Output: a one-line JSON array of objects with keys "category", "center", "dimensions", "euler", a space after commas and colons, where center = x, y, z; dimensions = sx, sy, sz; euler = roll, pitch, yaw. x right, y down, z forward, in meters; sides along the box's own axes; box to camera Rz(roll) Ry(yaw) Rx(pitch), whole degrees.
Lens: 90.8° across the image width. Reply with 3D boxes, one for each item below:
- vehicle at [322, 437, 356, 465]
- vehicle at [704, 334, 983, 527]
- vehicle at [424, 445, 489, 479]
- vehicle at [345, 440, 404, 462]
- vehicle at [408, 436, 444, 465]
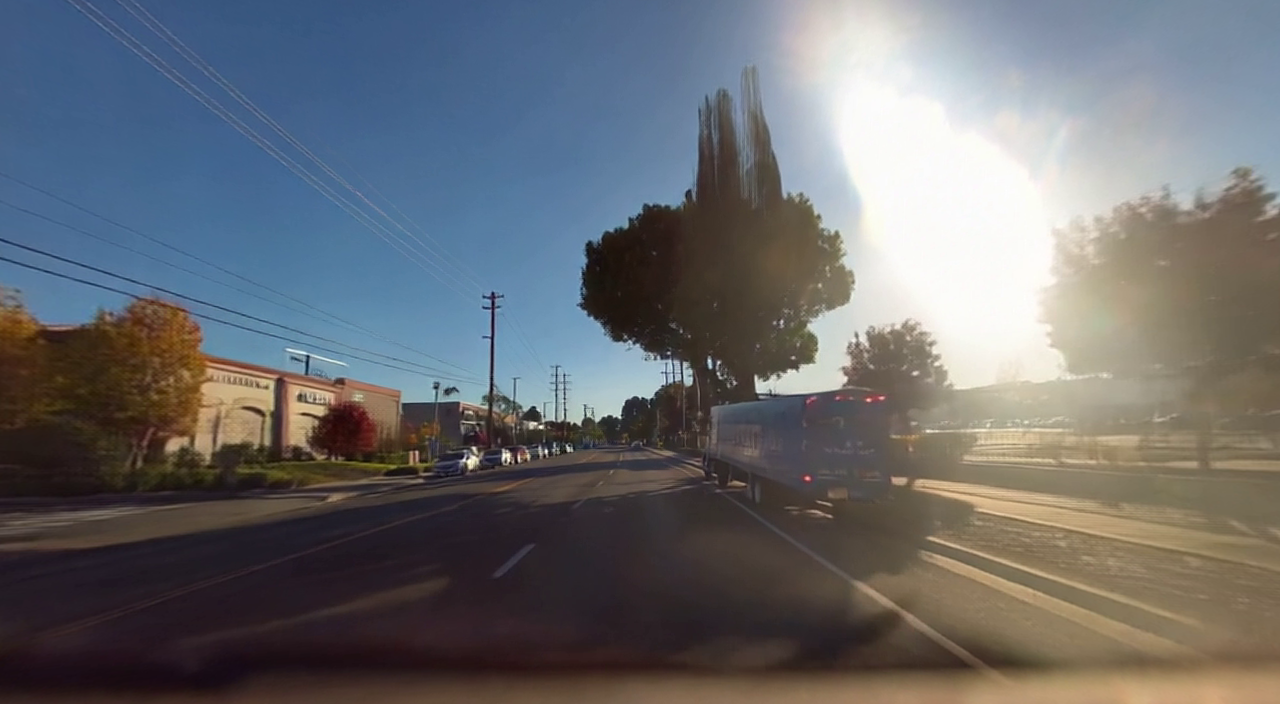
[{"category": "vehicle", "center": [-21.339, 6.999, 44.944], "dimensions": [1.954, 1.868, 4.977], "euler": [4, -9, -24]}, {"category": "vehicle", "center": [3.743, 1.897, 14.902], "dimensions": [3.168, 3.106, 9.350], "euler": [0, -8, -2]}, {"category": "vehicle", "center": [-8.737, 5.230, 30.450], "dimensions": [1.939, 1.480, 4.632], "euler": [0, -9, -3]}, {"category": "vehicle", "center": [-20.793, 7.768, 49.653], "dimensions": [4.134, 1.681, 1.842], "euler": [3, -10, -20]}, {"category": "vehicle", "center": [-15.902, 7.326, 47.083], "dimensions": [2.040, 1.874, 4.892], "euler": [-3, -8, -14]}]
